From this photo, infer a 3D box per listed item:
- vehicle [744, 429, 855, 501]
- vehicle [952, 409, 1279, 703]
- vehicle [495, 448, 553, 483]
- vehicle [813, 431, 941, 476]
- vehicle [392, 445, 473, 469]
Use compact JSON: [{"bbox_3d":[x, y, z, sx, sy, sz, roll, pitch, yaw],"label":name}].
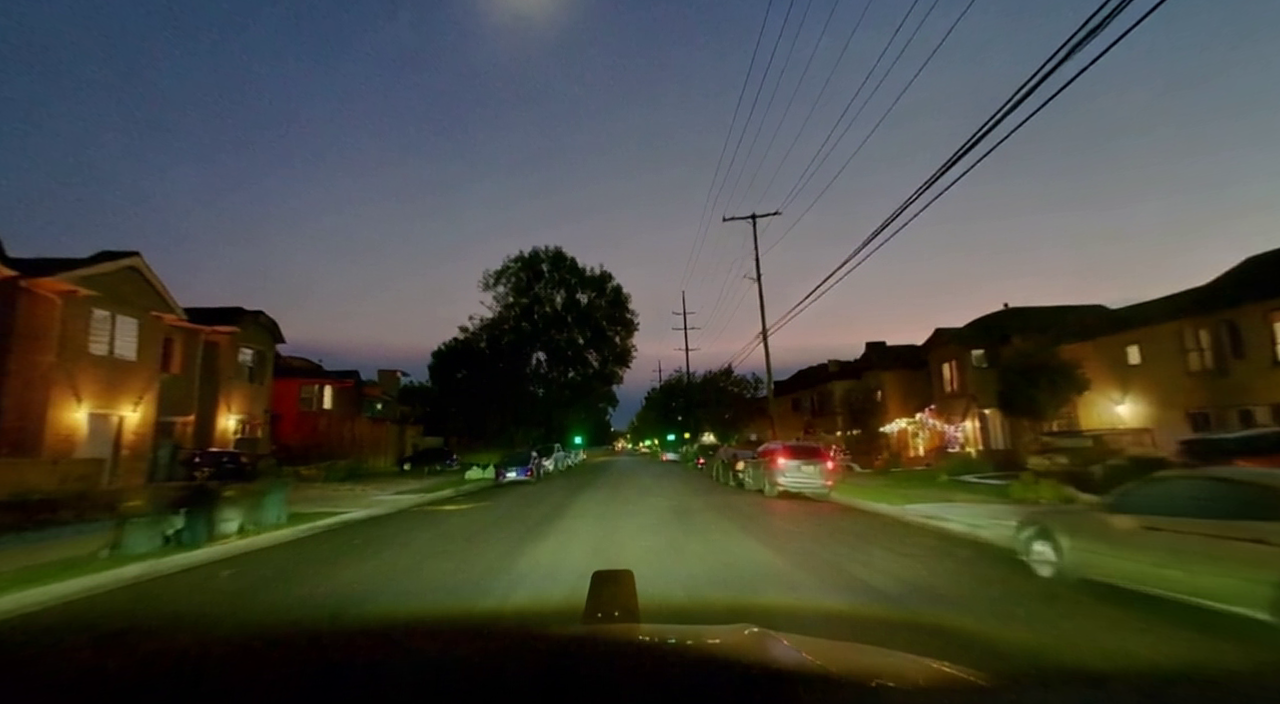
[{"bbox_3d":[4.556,3.299,18.838,2.086,1.885,4.323,0,-8,-1],"label":"vehicle"},{"bbox_3d":[4.377,1.198,4.030,1.998,1.573,5.318,0,-8,-1],"label":"vehicle"},{"bbox_3d":[-5.415,5.338,29.974,2.031,1.468,4.165,-2,-9,0],"label":"vehicle"},{"bbox_3d":[10.717,4.637,28.911,4.989,1.840,2.096,-1,-9,2],"label":"vehicle"},{"bbox_3d":[-13.152,6.680,40.254,4.556,1.510,1.843,0,-9,-2],"label":"vehicle"}]
